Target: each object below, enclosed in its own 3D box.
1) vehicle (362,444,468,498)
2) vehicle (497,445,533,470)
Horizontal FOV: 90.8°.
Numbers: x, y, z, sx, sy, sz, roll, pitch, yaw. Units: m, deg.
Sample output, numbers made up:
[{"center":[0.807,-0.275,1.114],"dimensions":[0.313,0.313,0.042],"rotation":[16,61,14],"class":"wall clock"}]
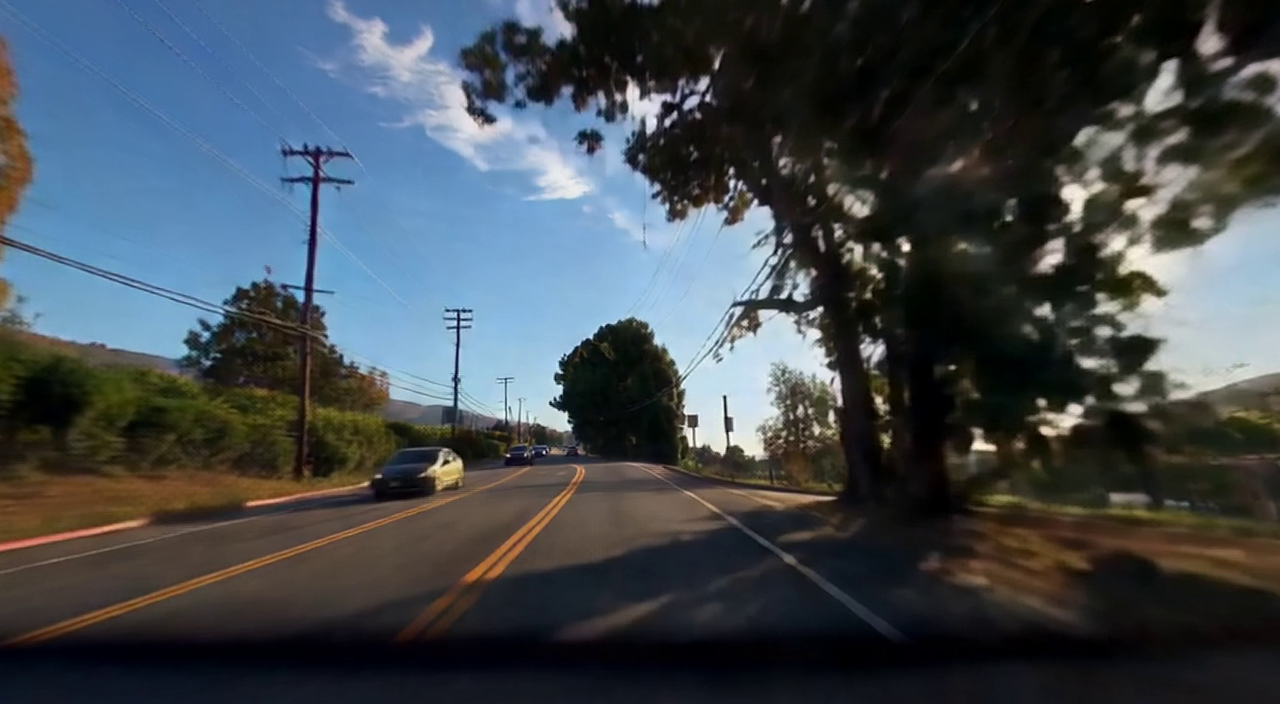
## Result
[{"center":[-6.869,3.633,19.816],"dimensions":[1.883,1.474,4.450],"rotation":[0,-8,-3],"class":"vehicle"},{"center":[-9.094,7.675,46.294],"dimensions":[2.116,1.672,4.438],"rotation":[1,-8,-5],"class":"vehicle"}]
